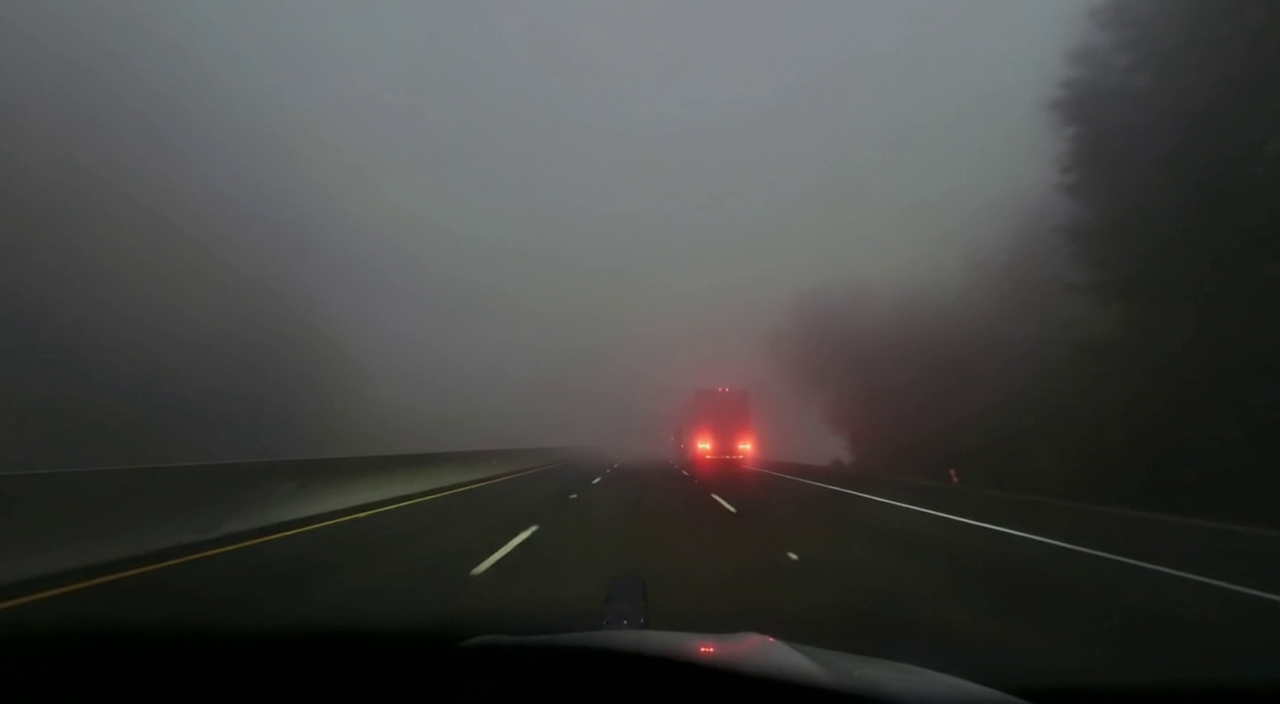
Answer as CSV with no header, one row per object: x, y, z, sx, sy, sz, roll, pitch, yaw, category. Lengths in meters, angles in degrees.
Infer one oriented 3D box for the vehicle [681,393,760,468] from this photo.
4.767,5.242,40.719,3.485,3.975,14.489,0,-8,1,vehicle
